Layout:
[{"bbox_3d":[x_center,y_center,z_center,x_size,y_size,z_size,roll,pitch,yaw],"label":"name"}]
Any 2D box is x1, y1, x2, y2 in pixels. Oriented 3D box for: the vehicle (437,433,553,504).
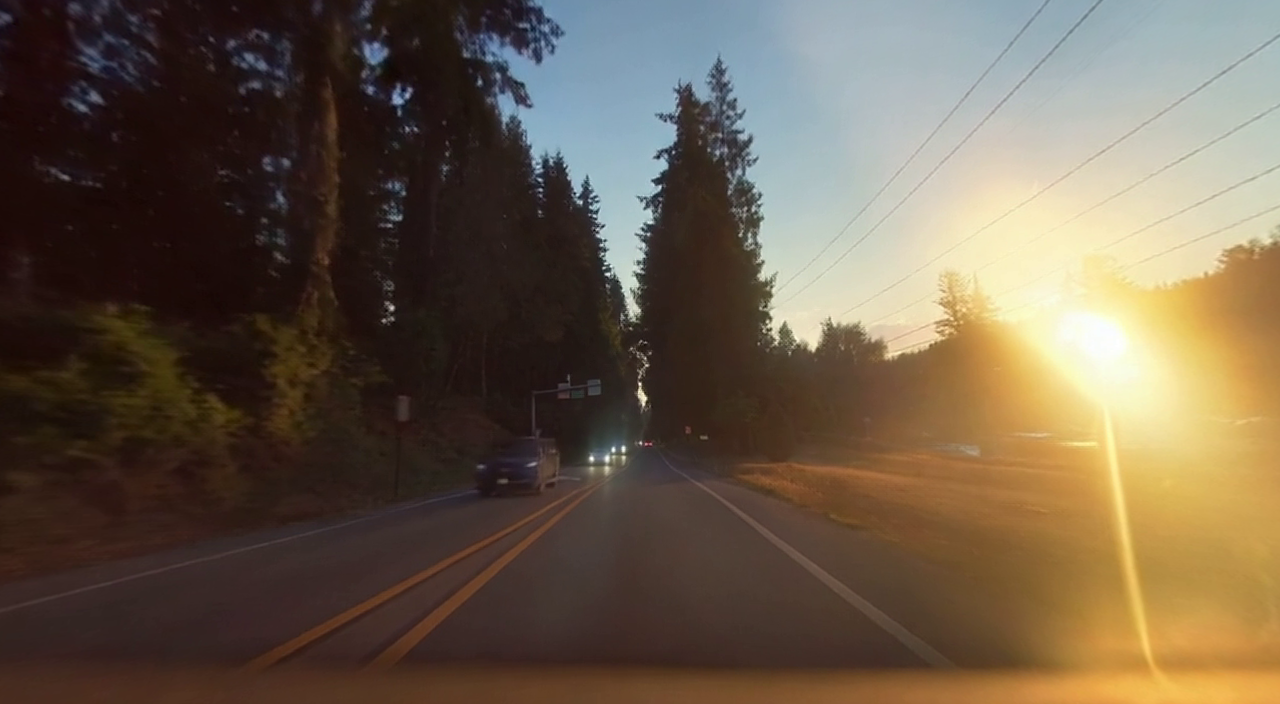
[{"bbox_3d":[-3.922,3.239,18.085,2.007,1.726,5.097,0,-8,2],"label":"vehicle"}]
